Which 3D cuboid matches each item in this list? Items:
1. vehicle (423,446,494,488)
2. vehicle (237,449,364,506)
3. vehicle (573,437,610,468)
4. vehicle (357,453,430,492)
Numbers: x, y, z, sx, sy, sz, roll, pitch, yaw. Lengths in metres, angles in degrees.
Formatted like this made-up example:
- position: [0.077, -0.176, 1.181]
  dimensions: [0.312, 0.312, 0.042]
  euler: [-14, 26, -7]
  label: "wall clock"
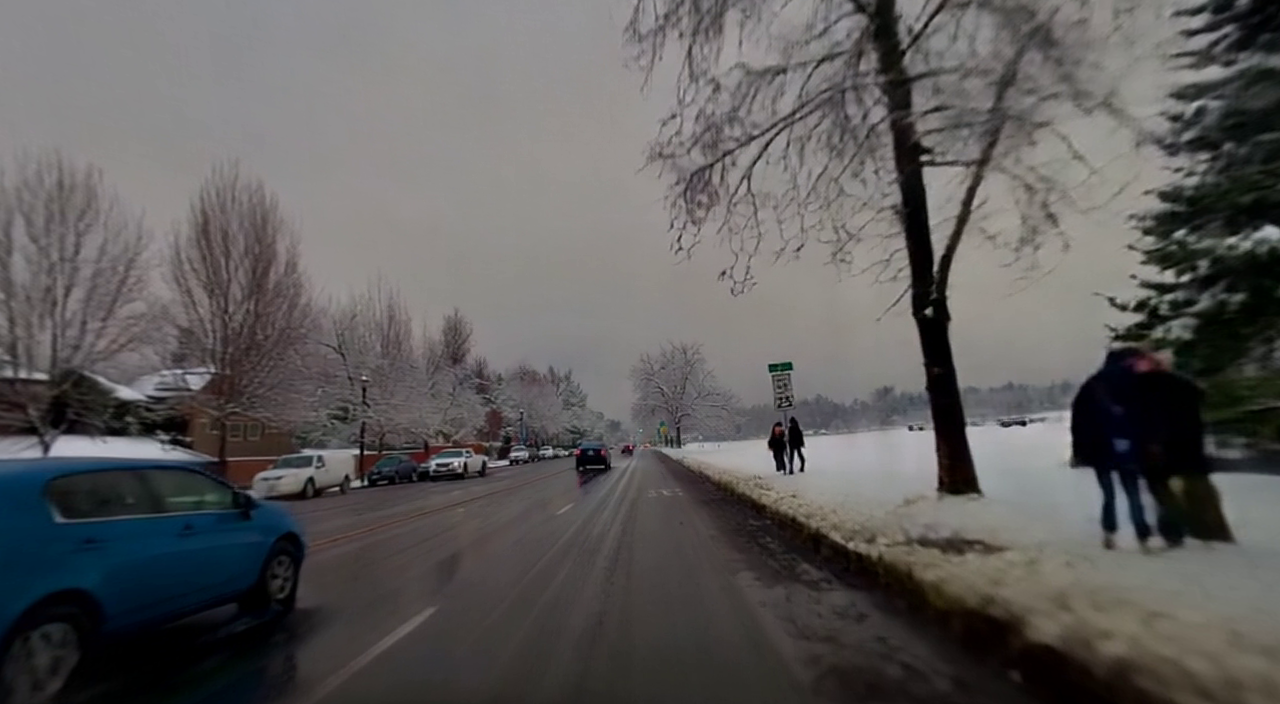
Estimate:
- position: [-8.966, 5.685, 31.429]
  dimensions: [2.019, 1.907, 4.697]
  euler: [0, -8, 1]
  label: "vehicle"
- position: [-12.112, 4.462, 22.889]
  dimensions: [1.904, 1.728, 4.997]
  euler: [2, -8, -1]
  label: "vehicle"
- position: [-3.001, 6.319, 39.503]
  dimensions: [1.908, 1.809, 4.230]
  euler: [0, -8, 1]
  label: "vehicle"
- position: [-12.214, 5.974, 31.388]
  dimensions: [1.910, 1.462, 4.581]
  euler: [-4, -7, -2]
  label: "vehicle"
